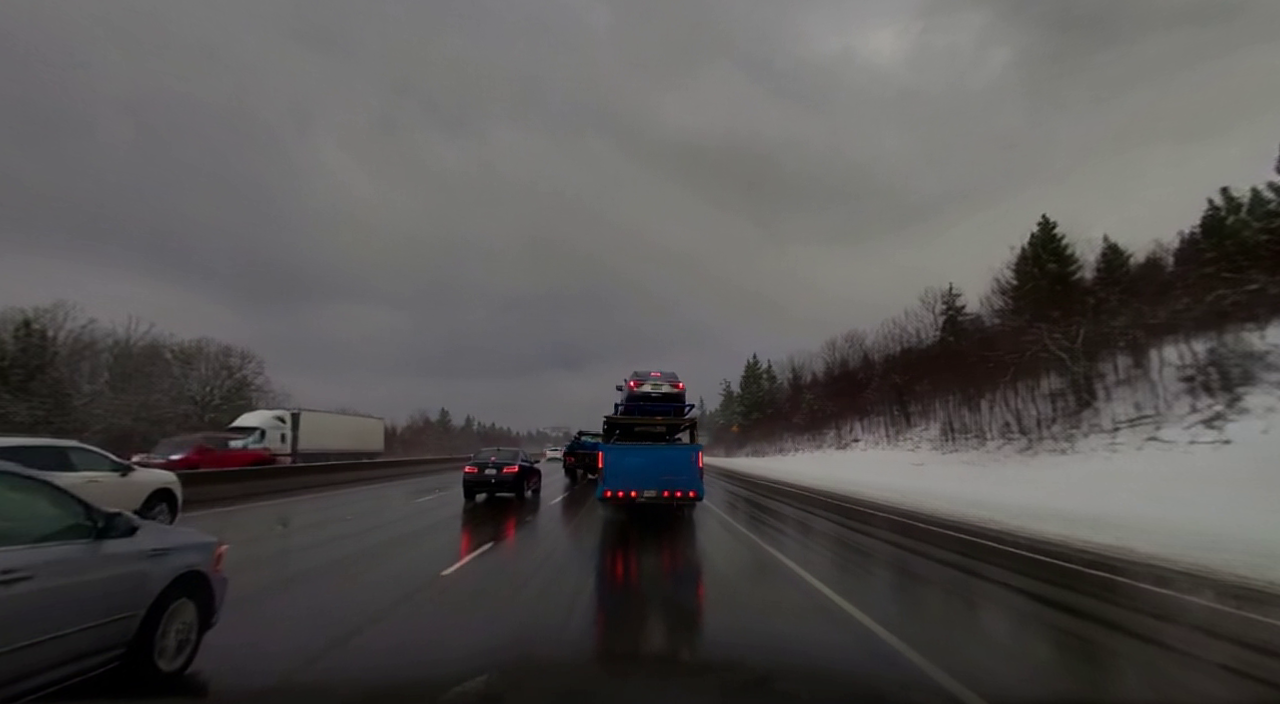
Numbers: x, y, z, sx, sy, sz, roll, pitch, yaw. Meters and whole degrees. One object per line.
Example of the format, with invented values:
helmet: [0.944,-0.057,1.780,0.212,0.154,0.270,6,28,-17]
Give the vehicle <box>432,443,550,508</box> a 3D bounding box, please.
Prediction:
vehicle: [-3.760,3.210,16.840,1.947,1.470,4.526,0,-9,1]

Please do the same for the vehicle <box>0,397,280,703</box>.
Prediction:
vehicle: [-3.369,0.892,2.071,2.149,1.497,3.753,0,-9,0]

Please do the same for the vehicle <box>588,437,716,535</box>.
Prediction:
vehicle: [0.176,2.357,11.593,1.991,1.507,3.391,0,-9,0]
